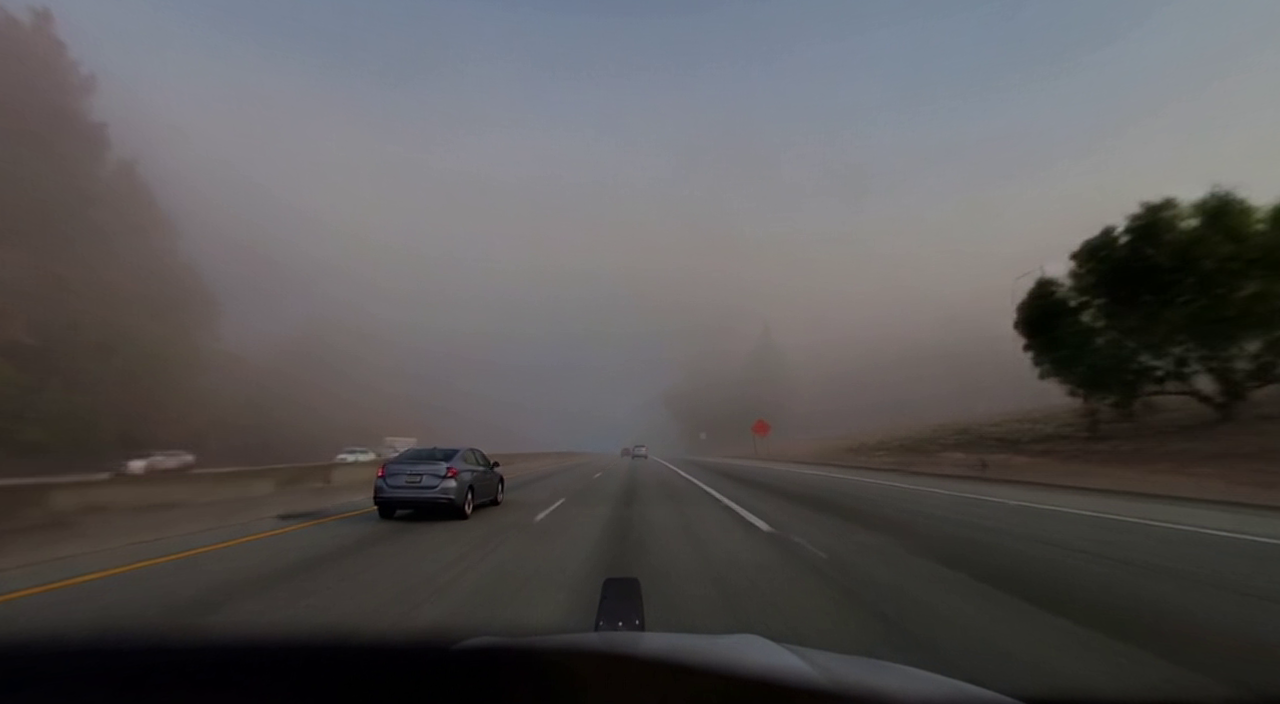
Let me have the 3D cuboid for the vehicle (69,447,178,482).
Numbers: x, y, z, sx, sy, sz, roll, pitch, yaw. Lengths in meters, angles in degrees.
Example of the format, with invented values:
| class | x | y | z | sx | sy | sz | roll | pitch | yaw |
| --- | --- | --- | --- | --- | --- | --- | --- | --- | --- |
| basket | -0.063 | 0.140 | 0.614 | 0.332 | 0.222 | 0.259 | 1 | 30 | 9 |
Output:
| class | x | y | z | sx | sy | sz | roll | pitch | yaw |
| --- | --- | --- | --- | --- | --- | --- | --- | --- | --- |
| vehicle | -28.011 | 6.082 | 34.502 | 1.975 | 1.721 | 4.697 | 0 | -8 | 0 |

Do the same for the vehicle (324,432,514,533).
| class | x | y | z | sx | sy | sz | roll | pitch | yaw |
| --- | --- | --- | --- | --- | --- | --- | --- | --- | --- |
| vehicle | -3.876 | 2.348 | 12.030 | 2.050 | 1.547 | 4.266 | 0 | -8 | 0 |

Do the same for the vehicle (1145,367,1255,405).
| class | x | y | z | sx | sy | sz | roll | pitch | yaw |
| --- | --- | --- | --- | --- | --- | --- | --- | --- | --- |
| vehicle | 32.432 | 2.064 | 36.799 | 2.014 | 1.774 | 4.550 | 1 | -8 | -5 |
